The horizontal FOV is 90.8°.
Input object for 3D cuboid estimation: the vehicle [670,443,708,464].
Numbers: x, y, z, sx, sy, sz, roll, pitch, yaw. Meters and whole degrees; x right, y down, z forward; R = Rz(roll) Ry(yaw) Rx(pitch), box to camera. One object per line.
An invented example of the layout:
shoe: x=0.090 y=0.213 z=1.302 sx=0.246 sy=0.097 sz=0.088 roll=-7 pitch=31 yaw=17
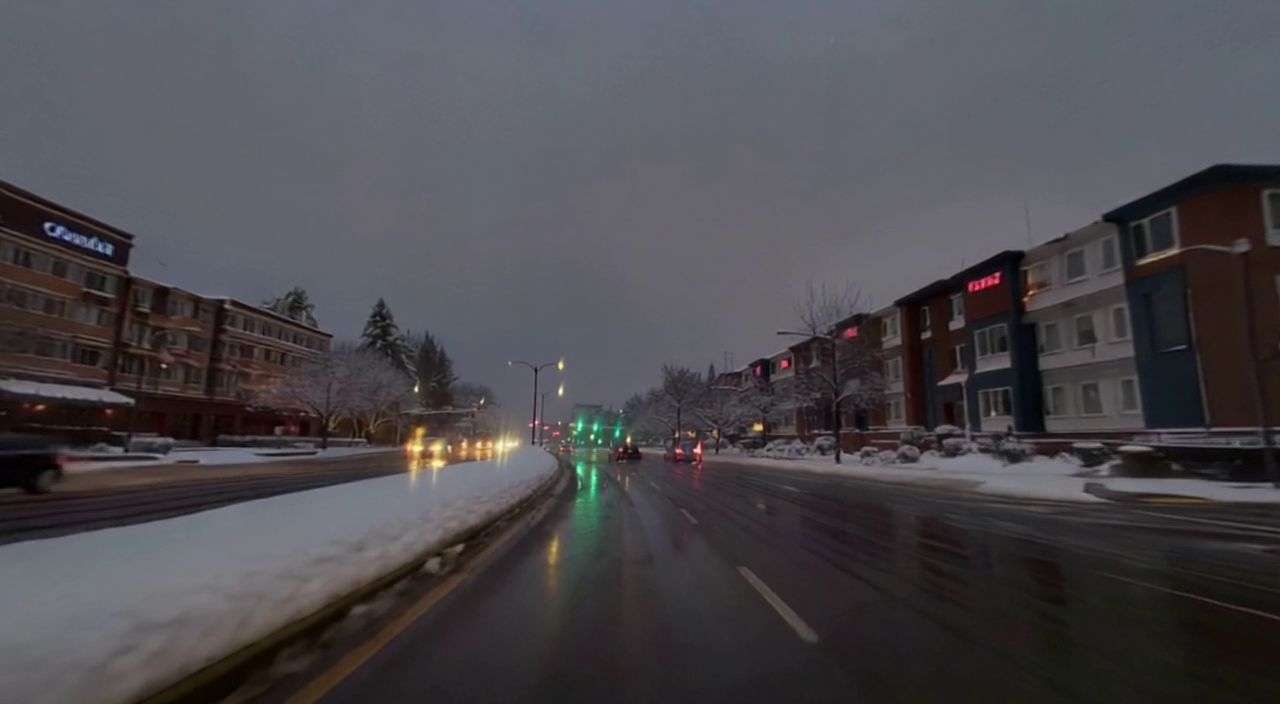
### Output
vehicle: x=3.514 y=7.437 z=46.267 sx=1.932 sy=1.439 sz=4.159 roll=1 pitch=-9 yaw=-7

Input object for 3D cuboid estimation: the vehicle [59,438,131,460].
vehicle: x=-42.409 y=7.578 z=49.293 sx=1.869 sy=1.599 sz=4.572 roll=1 pitch=-9 yaw=-6

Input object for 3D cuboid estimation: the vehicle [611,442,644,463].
vehicle: x=-0.979 y=7.642 z=48.164 sx=2.020 sy=1.479 sz=4.650 roll=1 pitch=-9 yaw=-7

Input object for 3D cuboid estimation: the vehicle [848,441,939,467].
vehicle: x=15.229 y=6.112 z=38.049 sx=4.648 sy=1.510 sz=1.891 roll=1 pitch=-9 yaw=-5
